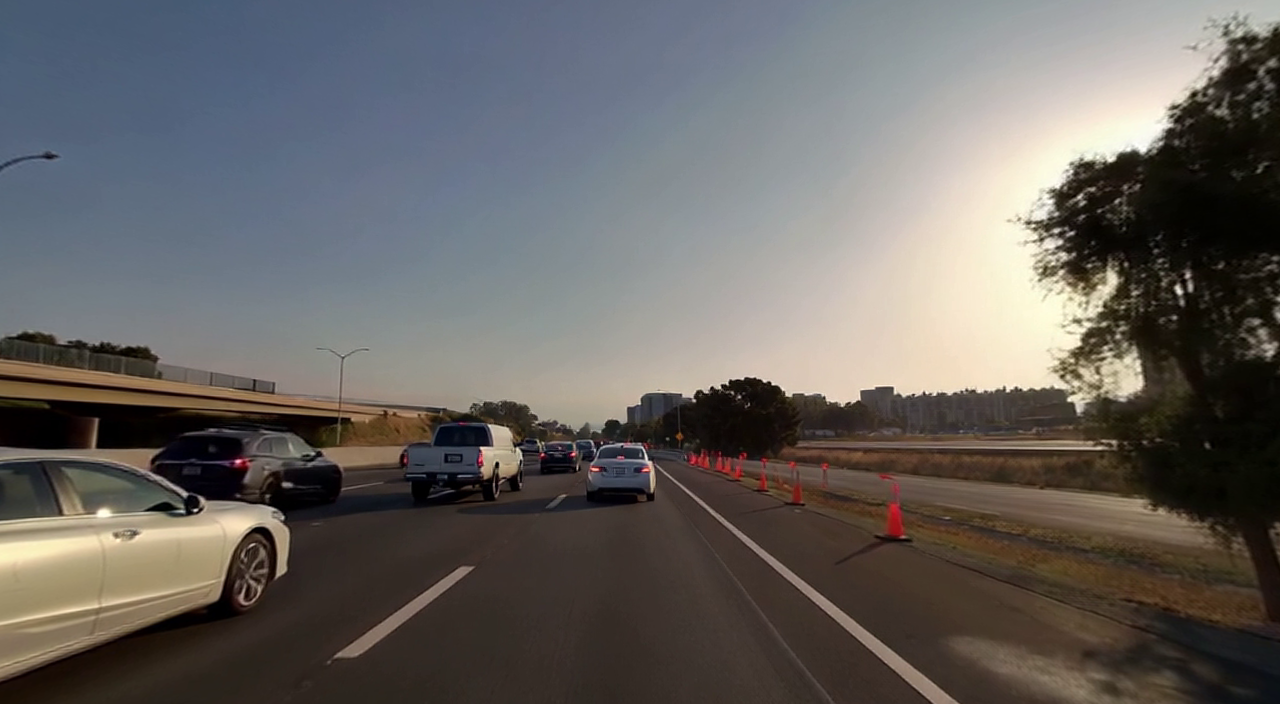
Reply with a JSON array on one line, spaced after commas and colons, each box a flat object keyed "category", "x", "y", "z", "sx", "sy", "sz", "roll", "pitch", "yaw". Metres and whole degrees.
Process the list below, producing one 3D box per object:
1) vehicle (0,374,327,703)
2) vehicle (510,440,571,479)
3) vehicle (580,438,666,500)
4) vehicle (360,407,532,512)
[{"category": "vehicle", "x": -3.910, "y": 1.007, "z": 3.511, "sx": 2.041, "sy": 1.604, "sz": 4.384, "roll": 0, "pitch": -9, "yaw": 1}, {"category": "vehicle", "x": -3.986, "y": 4.368, "z": 25.927, "sx": 1.824, "sy": 1.459, "sz": 4.007, "roll": 0, "pitch": -9, "yaw": 1}, {"category": "vehicle", "x": -0.457, "y": 3.114, "z": 17.209, "sx": 2.069, "sy": 1.484, "sz": 3.918, "roll": 0, "pitch": -9, "yaw": -1}, {"category": "vehicle", "x": -4.274, "y": 2.518, "z": 15.212, "sx": 2.324, "sy": 2.012, "sz": 5.740, "roll": 0, "pitch": -9, "yaw": 0}]
